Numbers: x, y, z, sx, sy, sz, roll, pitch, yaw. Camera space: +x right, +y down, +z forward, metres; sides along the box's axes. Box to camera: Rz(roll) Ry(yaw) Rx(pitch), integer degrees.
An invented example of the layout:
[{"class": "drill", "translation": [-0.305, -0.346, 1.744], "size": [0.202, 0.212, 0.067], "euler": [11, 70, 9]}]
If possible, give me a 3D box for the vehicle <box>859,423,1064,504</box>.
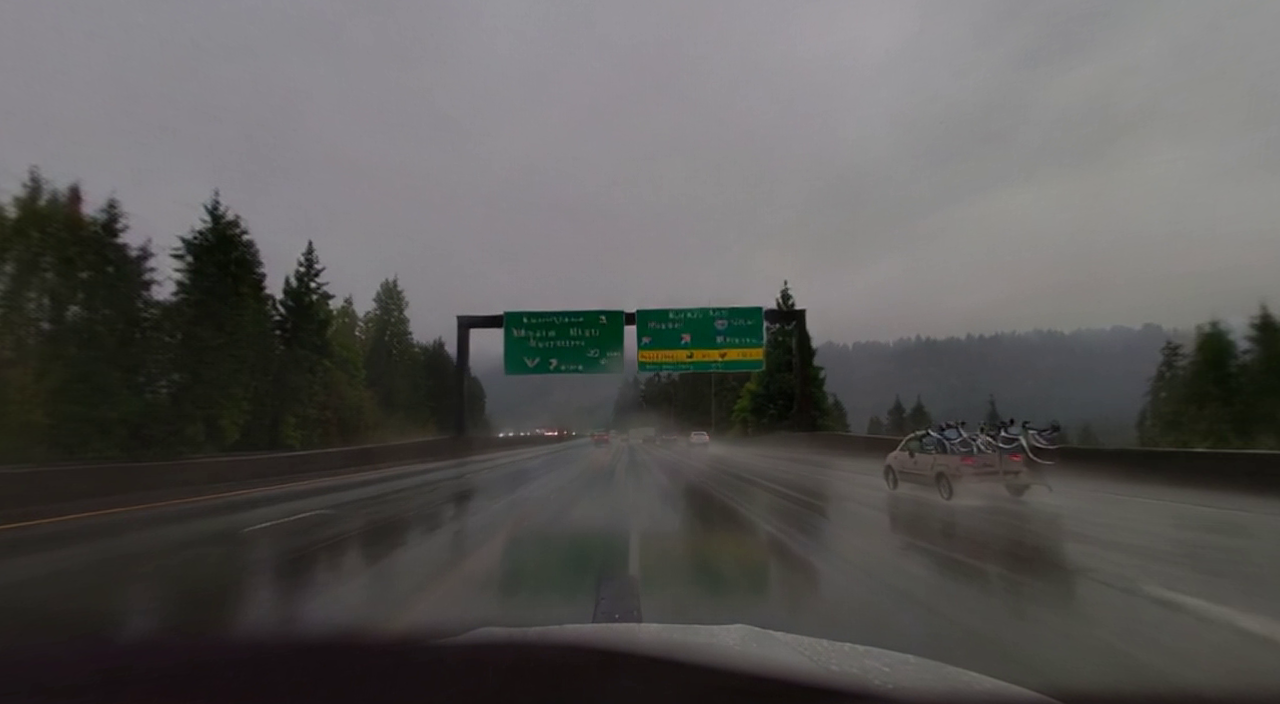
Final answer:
[{"class": "vehicle", "translation": [6.938, 2.424, 14.366], "size": [2.034, 1.511, 4.785], "euler": [0, -8, -2]}]
